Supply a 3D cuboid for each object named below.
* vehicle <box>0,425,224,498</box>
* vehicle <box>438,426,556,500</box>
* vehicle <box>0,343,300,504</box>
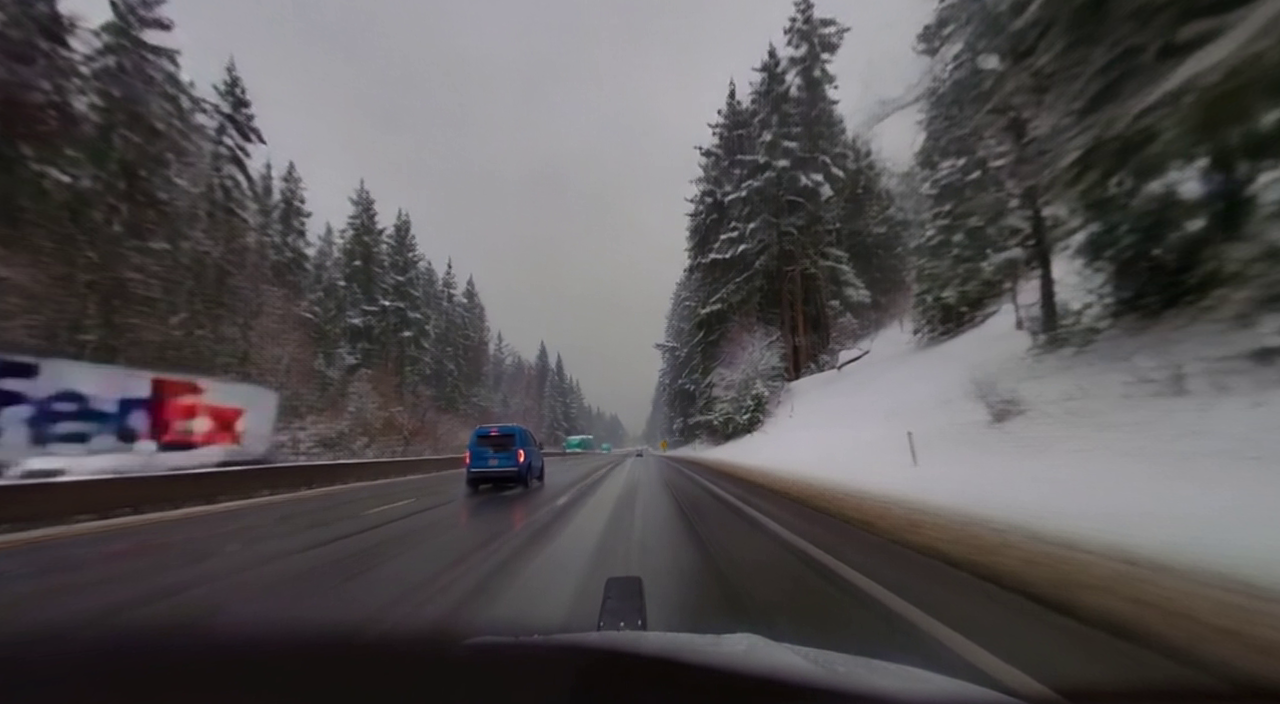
[{"bbox_3d":[-13.865,2.835,16.788,1.975,1.630,5.130,0,-8,0],"label":"vehicle"},{"bbox_3d":[-3.726,2.976,17.296,2.084,1.752,4.479,0,-8,1],"label":"vehicle"},{"bbox_3d":[-17.914,2.637,21.697,2.945,4.100,16.364,0,-8,1],"label":"vehicle"}]
